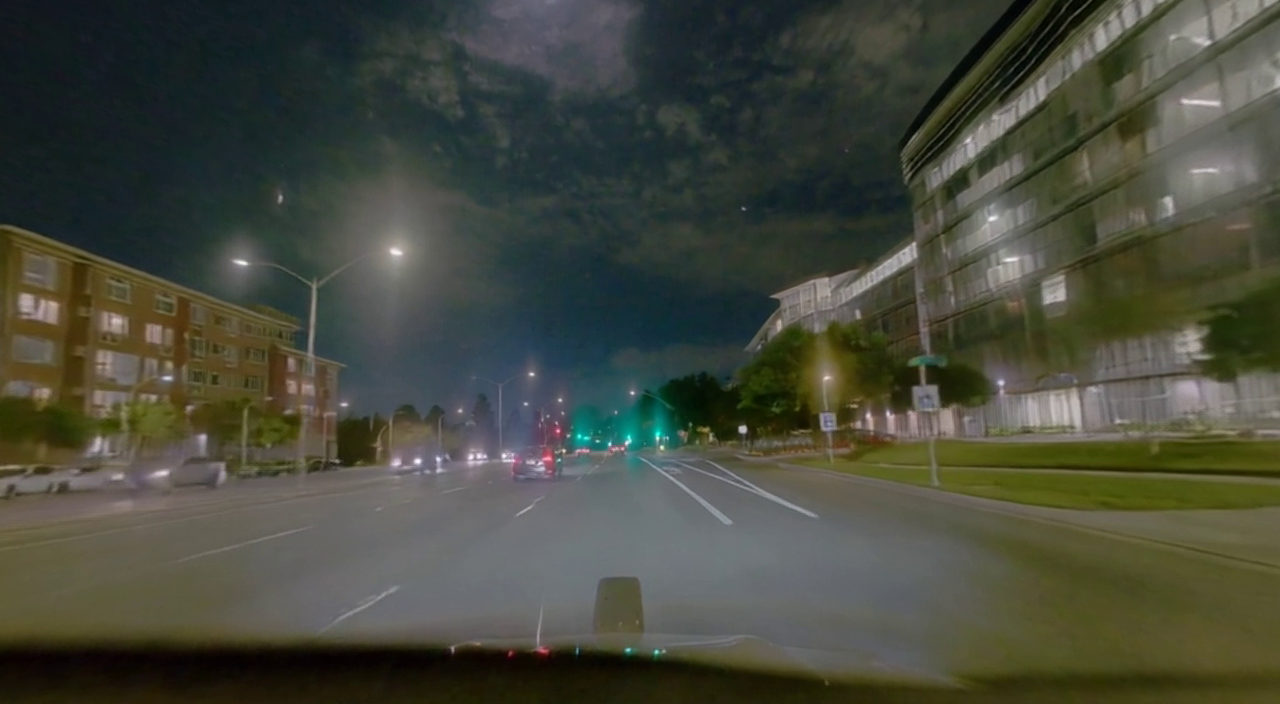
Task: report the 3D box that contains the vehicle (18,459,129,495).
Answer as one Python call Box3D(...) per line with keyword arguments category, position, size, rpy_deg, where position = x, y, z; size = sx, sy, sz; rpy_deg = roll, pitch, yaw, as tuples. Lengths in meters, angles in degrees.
Box3D(category="vehicle", position=(-30.198, 6.644, 33.911), size=(1.872, 1.644, 4.627), rpy_deg=(0, -8, -4))

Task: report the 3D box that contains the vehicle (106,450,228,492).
Box3D(category="vehicle", position=(-22.695, 5.706, 30.630), size=(2.201, 1.782, 4.675), rpy_deg=(0, -8, 2))

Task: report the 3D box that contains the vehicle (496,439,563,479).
Box3D(category="vehicle", position=(-4.396, 4.335, 25.845), size=(2.025, 1.474, 4.292), rpy_deg=(0, -8, 0))

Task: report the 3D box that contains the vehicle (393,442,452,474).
Box3D(category="vehicle", position=(-13.173, 6.414, 38.623), size=(2.150, 1.721, 4.465), rpy_deg=(-2, -8, -2))
